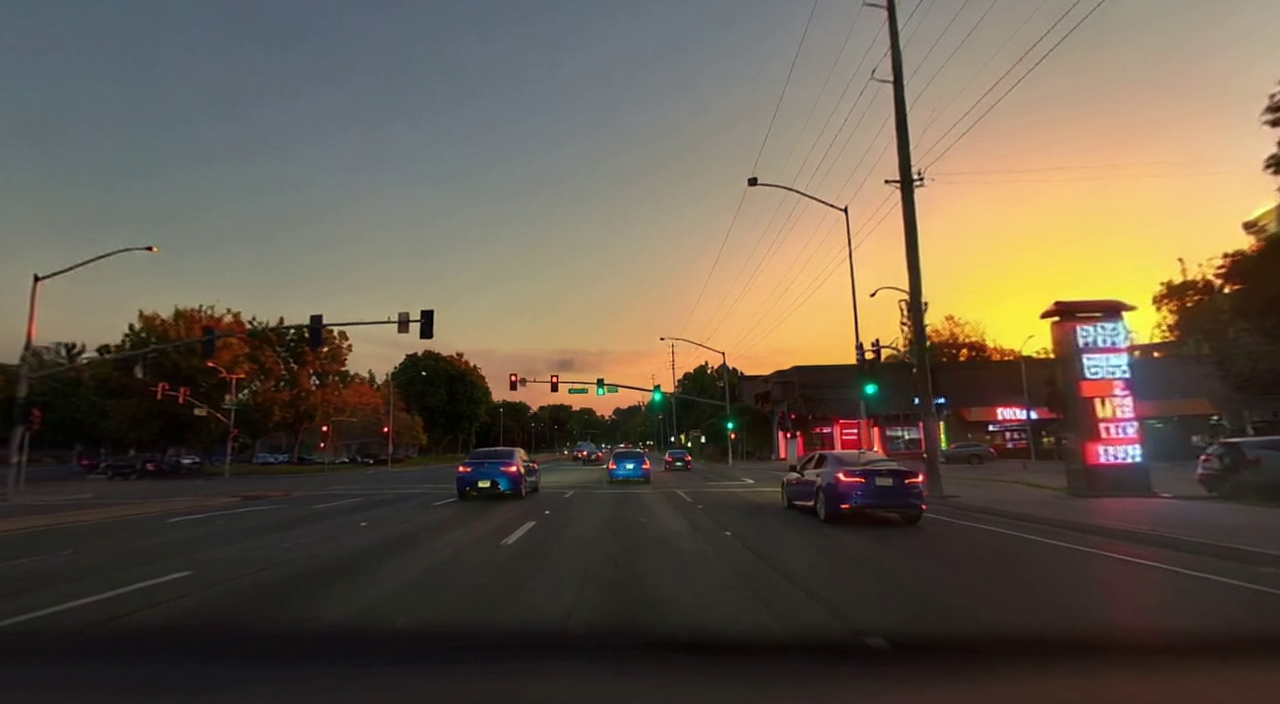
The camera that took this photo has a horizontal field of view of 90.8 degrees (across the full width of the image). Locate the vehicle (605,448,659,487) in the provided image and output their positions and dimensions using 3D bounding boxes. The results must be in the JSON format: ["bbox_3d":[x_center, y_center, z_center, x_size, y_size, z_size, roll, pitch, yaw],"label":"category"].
[{"bbox_3d":[-0.366,4.774,26.459,2.072,1.473,4.139,0,-9,-2],"label":"vehicle"}]

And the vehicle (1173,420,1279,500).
[{"bbox_3d":[15.927,2.500,14.837,4.941,1.697,2.128,0,-9,-3],"label":"vehicle"}]

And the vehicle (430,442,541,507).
[{"bbox_3d":[-4.136,3.355,17.816,2.035,1.564,4.702,0,-9,-1],"label":"vehicle"}]

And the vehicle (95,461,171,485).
[{"bbox_3d":[-37.684,9.009,47.046,3.931,1.653,2.134,-1,-9,6],"label":"vehicle"}]

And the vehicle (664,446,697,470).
[{"bbox_3d":[2.892,7.715,46.070,1.986,1.660,4.006,0,-9,-2],"label":"vehicle"}]

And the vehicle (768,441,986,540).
[{"bbox_3d":[4.173,2.507,12.253,2.119,1.479,4.910,0,-9,-3],"label":"vehicle"}]
